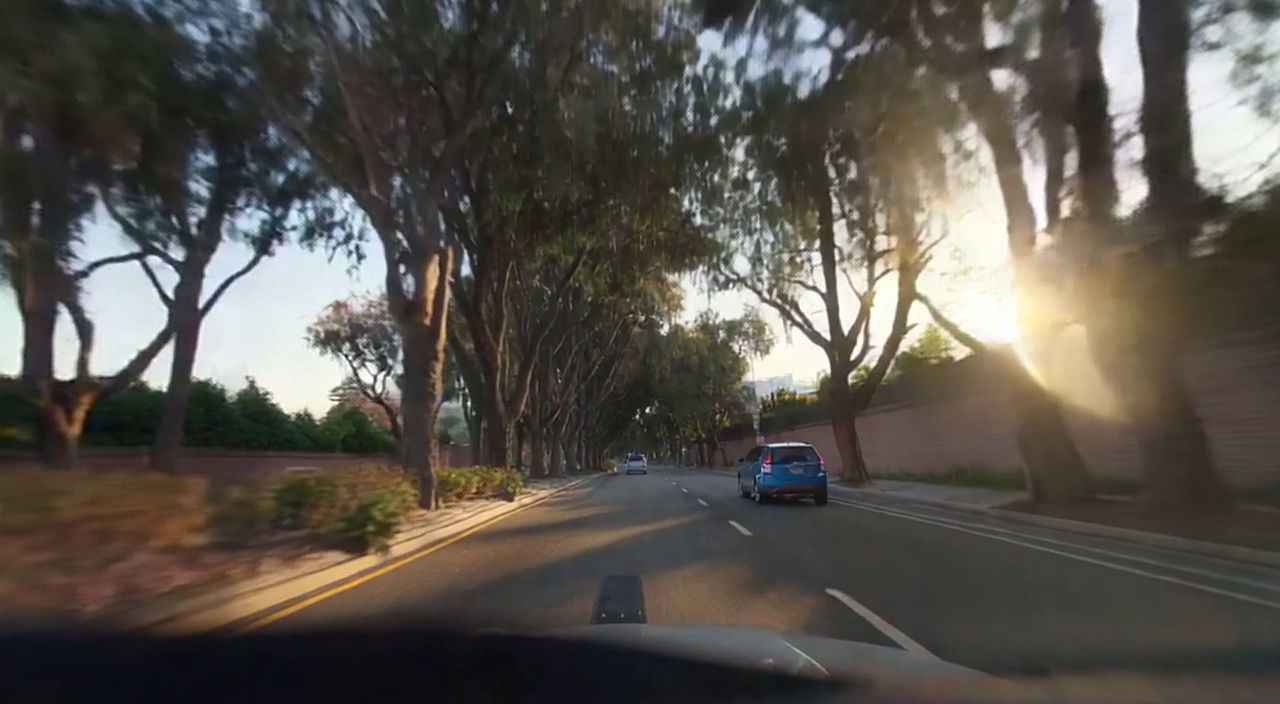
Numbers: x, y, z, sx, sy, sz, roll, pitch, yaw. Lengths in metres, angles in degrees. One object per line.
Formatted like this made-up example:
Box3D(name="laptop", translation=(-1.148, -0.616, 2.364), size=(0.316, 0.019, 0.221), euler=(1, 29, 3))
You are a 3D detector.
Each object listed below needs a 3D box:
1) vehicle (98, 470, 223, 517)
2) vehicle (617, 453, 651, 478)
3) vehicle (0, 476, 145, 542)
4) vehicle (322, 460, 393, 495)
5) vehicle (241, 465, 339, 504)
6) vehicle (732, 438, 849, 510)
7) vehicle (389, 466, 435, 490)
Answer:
Box3D(name="vehicle", translation=(-21.568, 6.326, 28.711), size=(1.928, 1.740, 4.809), euler=(-1, -9, -1))
Box3D(name="vehicle", translation=(-0.424, 8.368, 46.712), size=(2.391, 1.739, 3.837), euler=(0, -9, 0))
Box3D(name="vehicle", translation=(-17.026, 4.418, 18.181), size=(1.840, 1.475, 4.497), euler=(-1, -9, 0))
Box3D(name="vehicle", translation=(-17.524, 7.815, 39.529), size=(2.352, 1.857, 4.893), euler=(-3, -10, -2))
Box3D(name="vehicle", translation=(-17.342, 6.568, 31.642), size=(2.184, 1.697, 4.826), euler=(-1, -9, 0))
Box3D(name="vehicle", translation=(4.080, 3.409, 18.004), size=(2.155, 1.752, 4.456), euler=(0, -9, -1))
Box3D(name="vehicle", translation=(-17.040, 9.443, 47.493), size=(1.933, 1.494, 4.259), euler=(-1, -9, -1))
